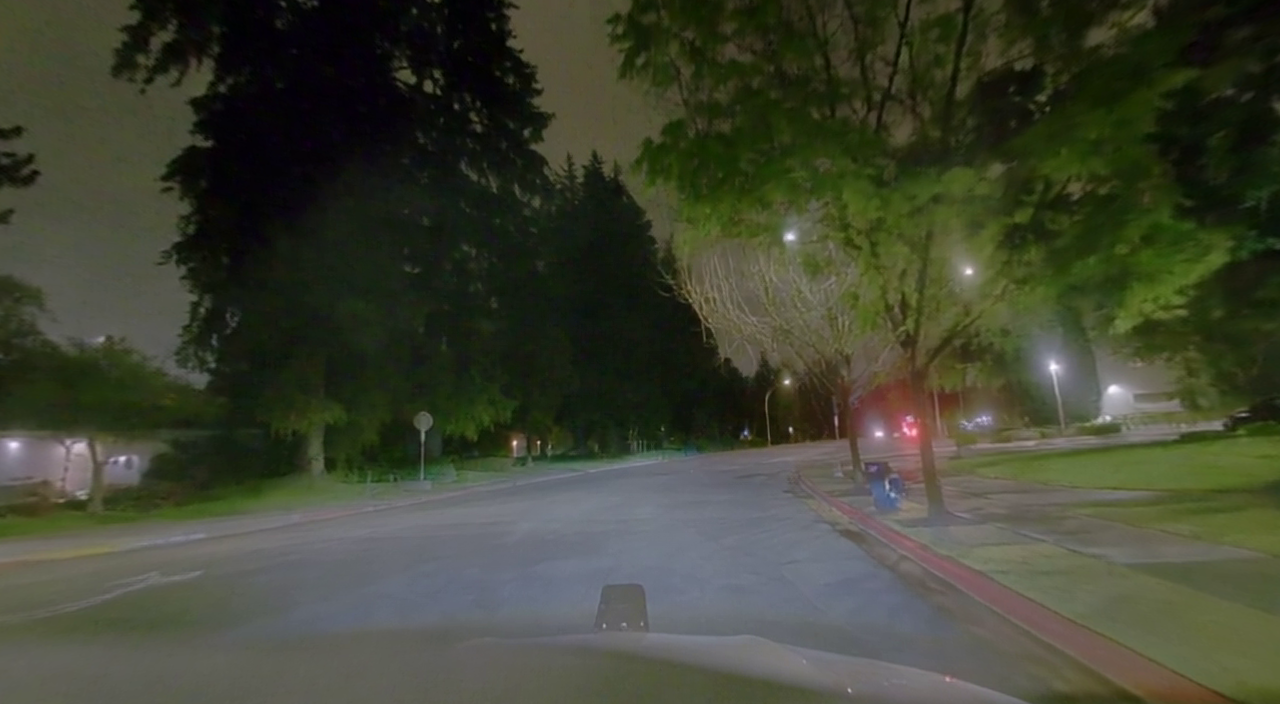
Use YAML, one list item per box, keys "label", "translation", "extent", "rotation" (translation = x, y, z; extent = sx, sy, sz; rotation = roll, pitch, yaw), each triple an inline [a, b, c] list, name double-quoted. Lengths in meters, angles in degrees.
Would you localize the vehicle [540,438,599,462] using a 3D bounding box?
- label: "vehicle"
  translation: [-5.293, 7.360, 47.583]
  extent: [4.252, 1.681, 1.854]
  rotation: [2, -7, -5]
